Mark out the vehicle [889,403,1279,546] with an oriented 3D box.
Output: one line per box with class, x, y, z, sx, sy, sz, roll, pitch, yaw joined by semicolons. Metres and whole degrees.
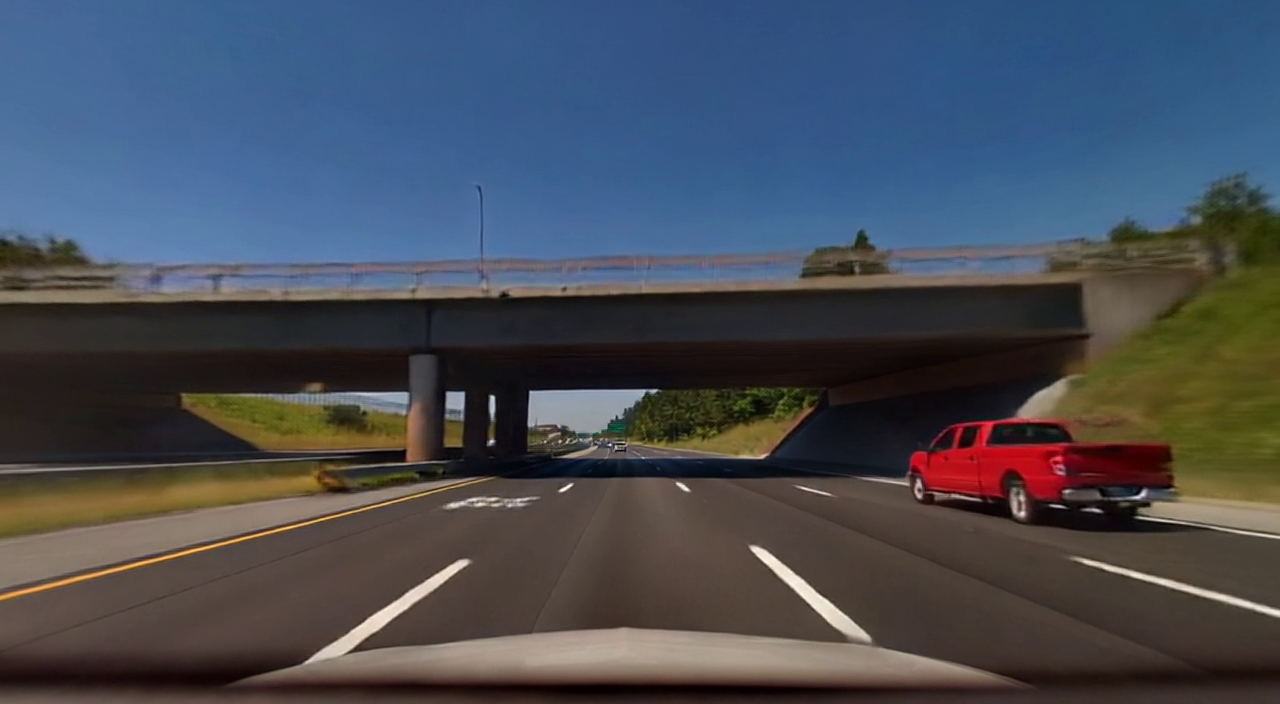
vehicle;6.944;2.020;11.193;2.395;1.819;6.086;0;-9;-2
